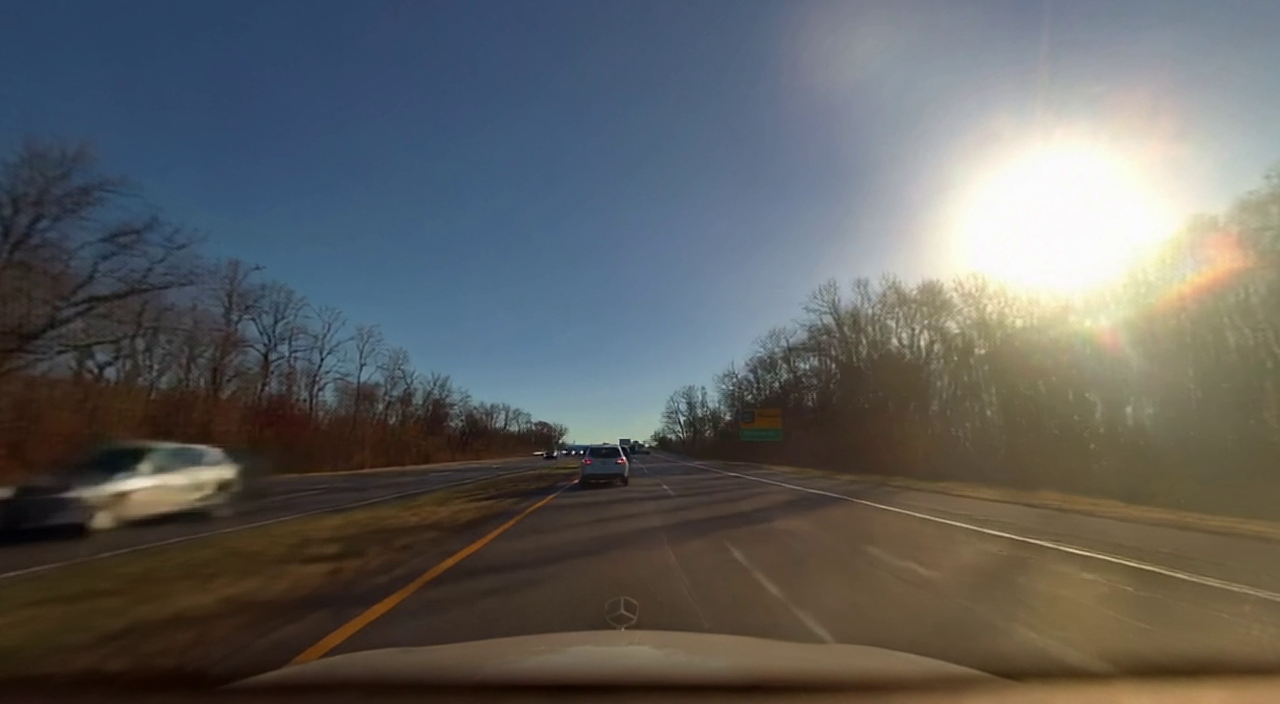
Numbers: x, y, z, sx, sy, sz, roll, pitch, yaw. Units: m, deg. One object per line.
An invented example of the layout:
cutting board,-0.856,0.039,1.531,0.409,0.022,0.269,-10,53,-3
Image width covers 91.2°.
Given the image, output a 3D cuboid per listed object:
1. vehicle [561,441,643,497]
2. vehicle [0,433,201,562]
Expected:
vehicle,-1.111,3.543,19.383,2.244,1.506,4.097,0,-9,-2
vehicle,-9.489,2.141,9.706,2.330,1.637,4.272,0,-9,-2
